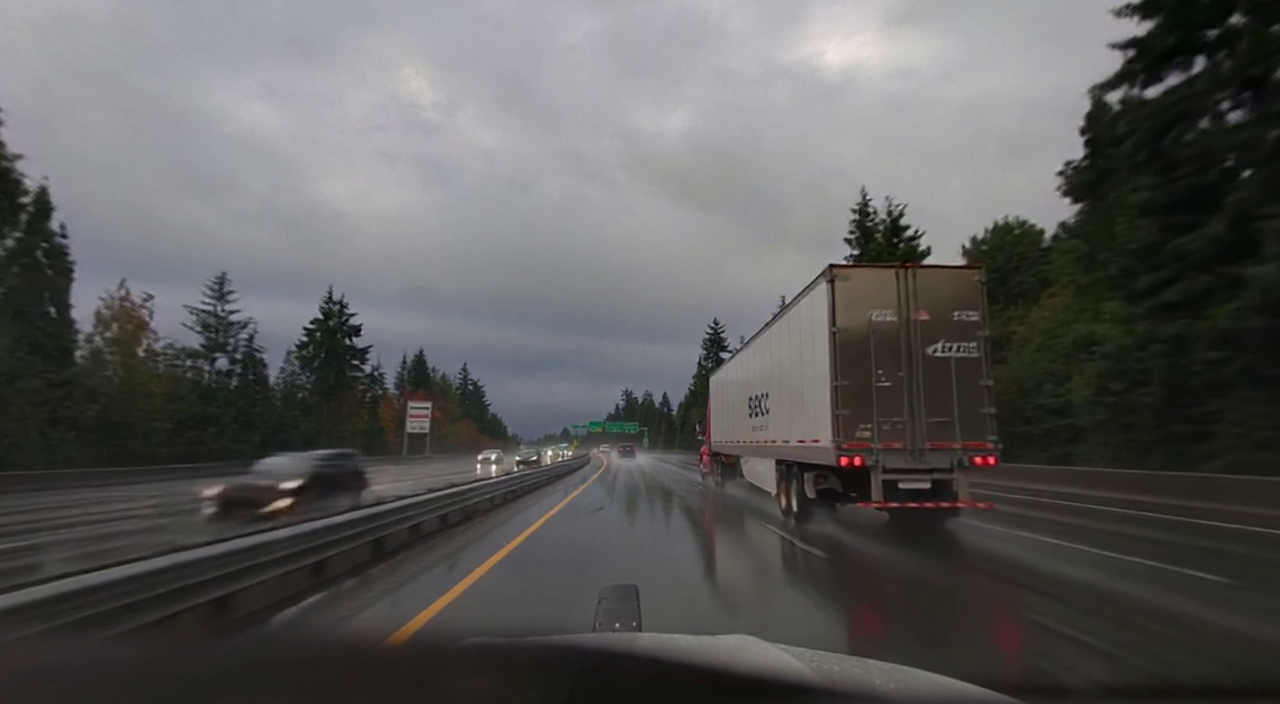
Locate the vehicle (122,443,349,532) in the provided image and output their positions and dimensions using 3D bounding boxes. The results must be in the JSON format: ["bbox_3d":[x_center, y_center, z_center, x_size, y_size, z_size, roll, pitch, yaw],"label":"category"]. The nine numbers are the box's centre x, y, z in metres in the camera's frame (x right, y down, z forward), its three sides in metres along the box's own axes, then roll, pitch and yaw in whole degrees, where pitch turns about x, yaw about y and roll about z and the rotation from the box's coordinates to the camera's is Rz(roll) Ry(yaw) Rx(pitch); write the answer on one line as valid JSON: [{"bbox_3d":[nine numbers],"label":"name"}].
[{"bbox_3d":[-8.410,2.807,13.679,1.978,1.570,4.487,0,-9,-1],"label":"vehicle"}]

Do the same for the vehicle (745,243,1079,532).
[{"bbox_3d":[4.317,1.039,12.661,2.892,3.928,8.380,0,-9,0],"label":"vehicle"}]
